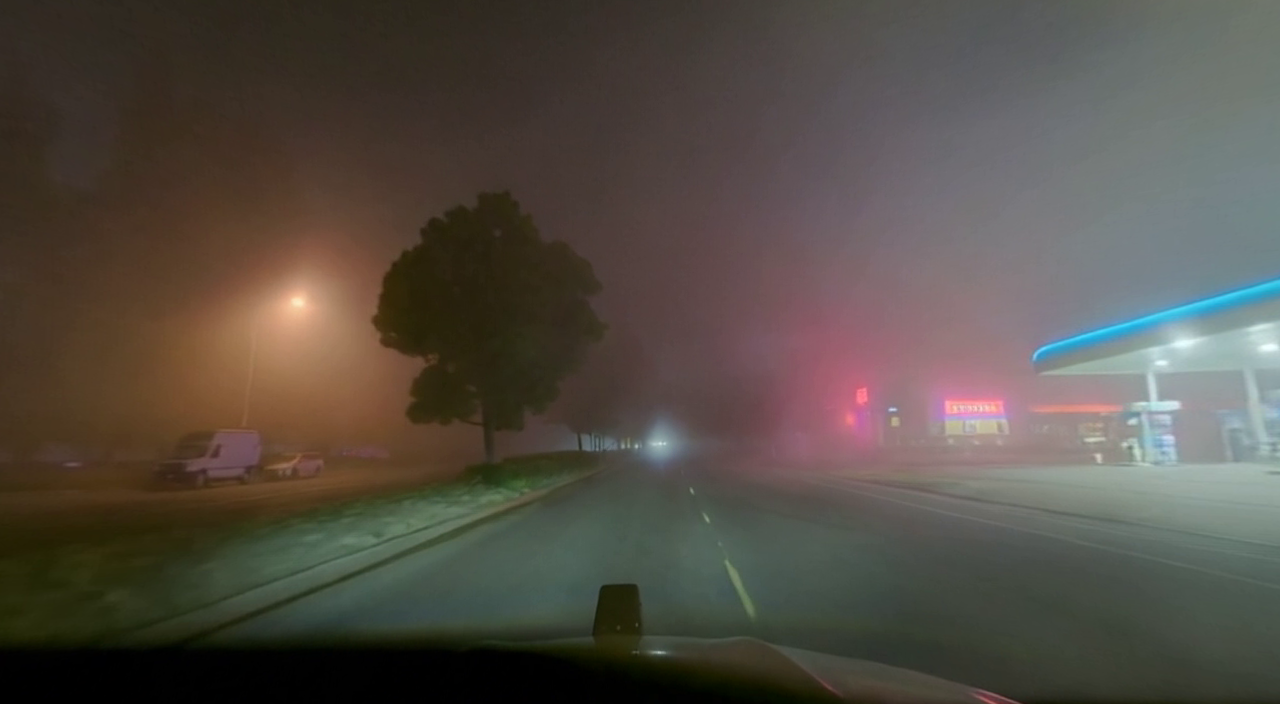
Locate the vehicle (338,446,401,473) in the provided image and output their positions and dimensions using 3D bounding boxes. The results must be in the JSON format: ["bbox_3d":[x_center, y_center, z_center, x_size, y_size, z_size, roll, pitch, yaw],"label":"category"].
[{"bbox_3d":[-18.495,7.345,43.511,1.906,1.744,5.165,-1,-8,1],"label":"vehicle"}]

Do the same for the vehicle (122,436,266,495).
[{"bbox_3d":[-18.980,4.784,27.334,2.216,2.161,5.522,-3,-8,0],"label":"vehicle"}]

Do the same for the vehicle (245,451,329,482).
[{"bbox_3d":[-18.682,6.071,33.716,1.829,1.462,4.463,-1,-8,1],"label":"vehicle"}]
